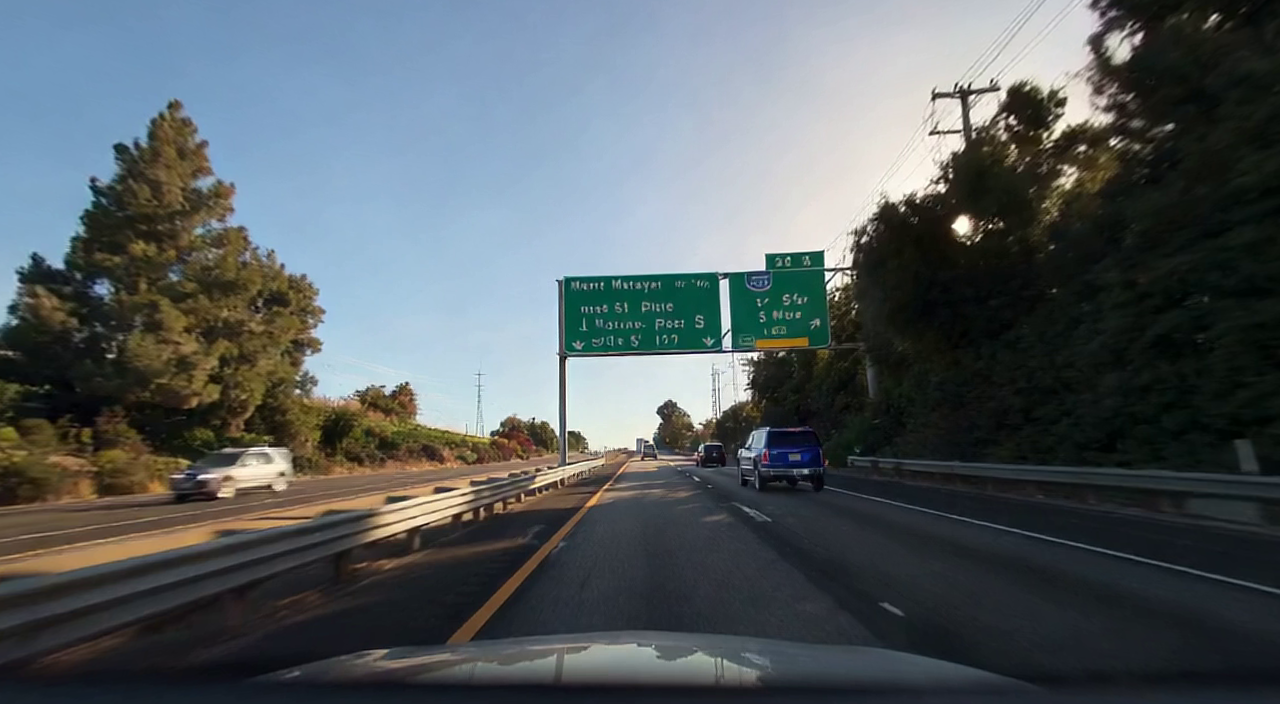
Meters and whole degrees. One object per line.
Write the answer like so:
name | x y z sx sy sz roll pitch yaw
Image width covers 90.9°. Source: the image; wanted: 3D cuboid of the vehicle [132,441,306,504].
vehicle | -15.107 4.315 23.251 2.154 1.969 6.037 -1 -9 1

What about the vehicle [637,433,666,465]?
vehicle | 0.815 7.320 47.703 2.099 2.260 4.899 0 -9 -1

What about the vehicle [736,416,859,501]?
vehicle | 4.265 3.001 18.122 2.145 2.069 5.057 0 -8 -1

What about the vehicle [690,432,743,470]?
vehicle | 4.642 6.115 39.277 2.594 2.155 5.670 0 -8 0
